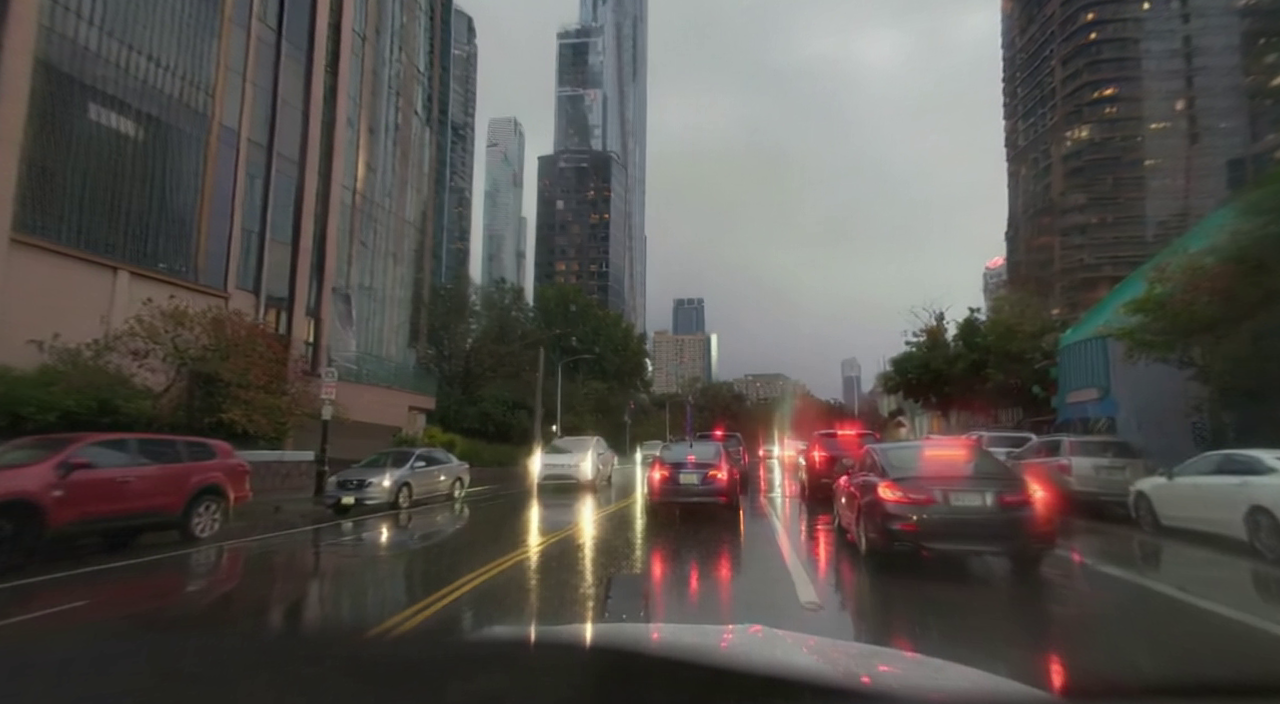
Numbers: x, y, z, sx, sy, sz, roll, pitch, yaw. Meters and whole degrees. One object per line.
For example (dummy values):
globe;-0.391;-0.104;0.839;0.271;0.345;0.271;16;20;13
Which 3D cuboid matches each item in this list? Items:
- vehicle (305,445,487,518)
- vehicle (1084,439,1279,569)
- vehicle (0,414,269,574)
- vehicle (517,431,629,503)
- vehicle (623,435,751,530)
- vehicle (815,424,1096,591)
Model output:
vehicle;-5.740;3.059;15.532;1.928;1.503;4.322;-2;-9;15
vehicle;8.700;2.014;8.980;1.901;1.500;4.729;-1;-8;9
vehicle;-7.791;1.942;8.824;1.934;1.770;4.546;-9;-9;9
vehicle;-1.701;3.140;17.754;2.030;1.730;4.453;-1;-8;9
vehicle;1.015;2.341;11.920;2.031;1.461;3.763;-1;-8;9
vehicle;3.503;1.748;8.023;1.982;1.510;4.144;-1;-9;9
